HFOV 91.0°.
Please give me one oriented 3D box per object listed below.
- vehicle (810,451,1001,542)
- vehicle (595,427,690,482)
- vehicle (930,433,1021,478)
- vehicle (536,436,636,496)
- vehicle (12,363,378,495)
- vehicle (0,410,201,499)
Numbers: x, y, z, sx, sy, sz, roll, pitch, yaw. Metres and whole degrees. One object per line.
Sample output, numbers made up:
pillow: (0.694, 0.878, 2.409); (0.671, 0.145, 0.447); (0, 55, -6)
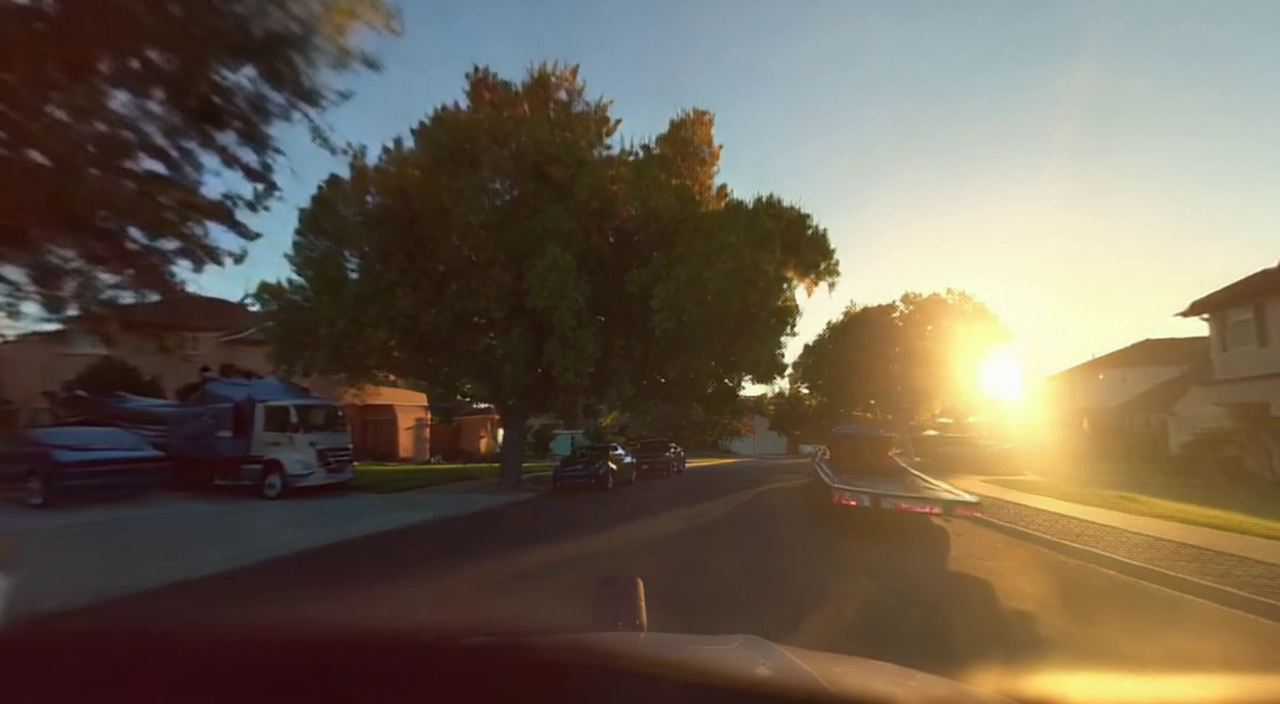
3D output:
vehicle: (5.597, 3.084, 14.565); (2.804, 1.336, 6.700); (-1, -7, 12)
vehicle: (0.303, 4.717, 29.141); (2.632, 2.249, 6.179); (-3, -9, 17)
vehicle: (16.397, 5.041, 30.851); (3.470, 2.123, 1.584); (0, -8, 1)
vehicle: (-1.631, 3.722, 20.929); (2.052, 1.745, 4.737); (-2, -9, 11)
vehicle: (-11.513, 2.102, 16.760); (7.767, 3.105, 2.858); (-1, -9, 6)
vehicle: (-12.553, 2.235, 13.874); (4.360, 1.746, 2.079); (-1, -9, 9)
